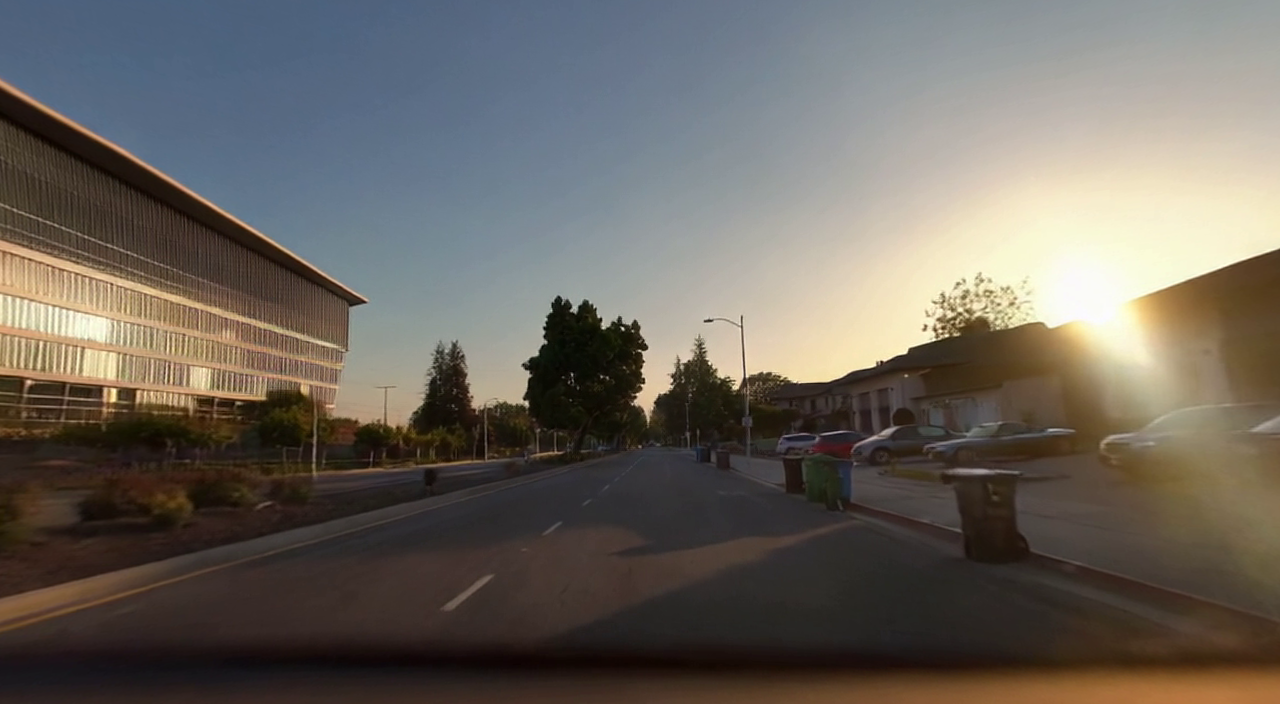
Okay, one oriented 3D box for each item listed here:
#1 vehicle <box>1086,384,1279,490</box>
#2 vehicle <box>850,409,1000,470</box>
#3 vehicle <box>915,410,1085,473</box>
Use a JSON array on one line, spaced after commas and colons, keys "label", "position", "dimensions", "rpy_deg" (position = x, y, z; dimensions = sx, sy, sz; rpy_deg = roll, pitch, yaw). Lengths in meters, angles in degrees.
[{"label": "vehicle", "position": [12.265, 1.641, 12.943], "dimensions": [4.572, 1.744, 1.956], "rpy_deg": [-6, -8, -2]}, {"label": "vehicle", "position": [12.258, 3.819, 27.389], "dimensions": [5.330, 1.917, 2.001], "rpy_deg": [-7, -9, 1]}, {"label": "vehicle", "position": [12.255, 3.092, 21.709], "dimensions": [4.478, 1.578, 1.944], "rpy_deg": [-7, -9, 2]}]
